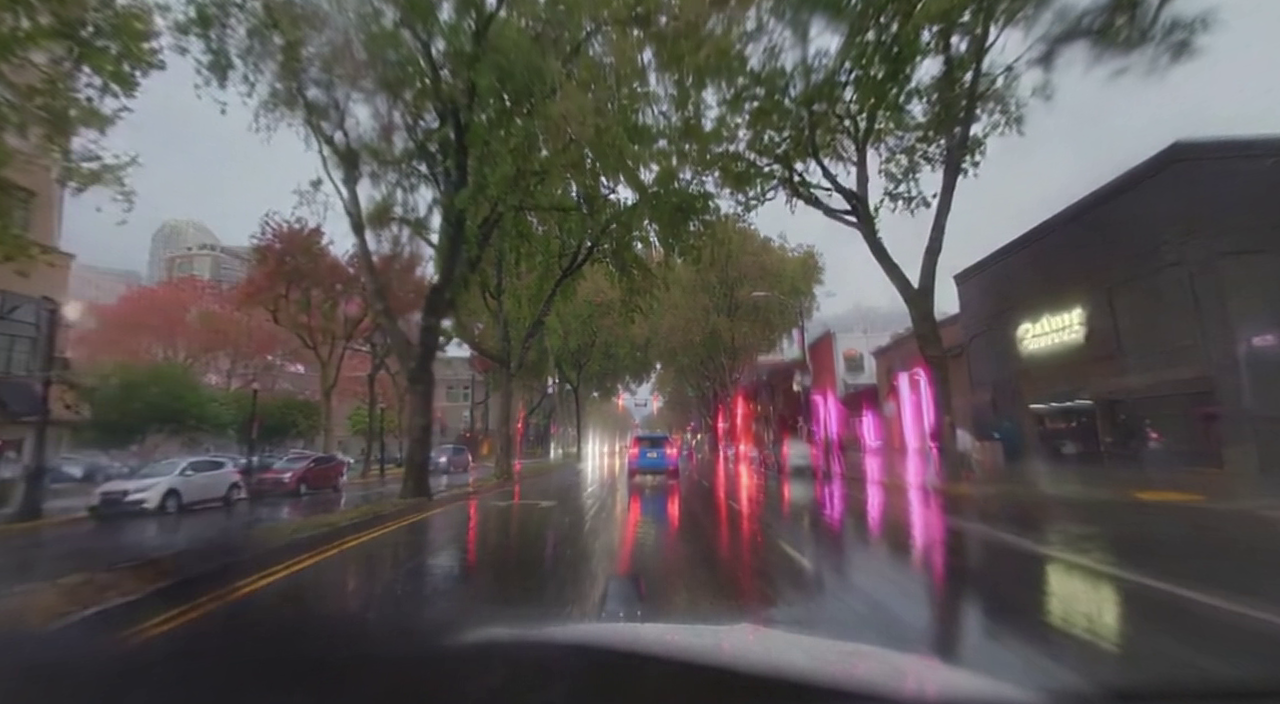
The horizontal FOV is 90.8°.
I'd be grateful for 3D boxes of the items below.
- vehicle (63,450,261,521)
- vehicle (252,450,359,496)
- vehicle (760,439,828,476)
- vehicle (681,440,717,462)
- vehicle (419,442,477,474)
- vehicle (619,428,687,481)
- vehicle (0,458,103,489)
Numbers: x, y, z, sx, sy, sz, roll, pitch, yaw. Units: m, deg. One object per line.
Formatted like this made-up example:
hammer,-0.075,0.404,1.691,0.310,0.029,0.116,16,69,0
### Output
vehicle,-13.542,3.749,18.390,2.148,1.694,4.561,-2,-8,1
vehicle,-13.473,4.876,25.802,1.934,1.639,4.387,-1,-8,1
vehicle,6.778,4.698,28.354,2.048,1.484,4.709,-1,-8,2
vehicle,4.180,7.101,45.460,2.209,1.478,4.138,-1,-8,1
vehicle,-12.949,7.145,42.971,2.197,1.985,5.183,-1,-8,2
vehicle,0.494,3.936,24.507,2.382,1.796,4.610,-1,-8,1
vehicle,-34.698,7.088,37.129,1.982,1.610,4.620,-3,-9,3
